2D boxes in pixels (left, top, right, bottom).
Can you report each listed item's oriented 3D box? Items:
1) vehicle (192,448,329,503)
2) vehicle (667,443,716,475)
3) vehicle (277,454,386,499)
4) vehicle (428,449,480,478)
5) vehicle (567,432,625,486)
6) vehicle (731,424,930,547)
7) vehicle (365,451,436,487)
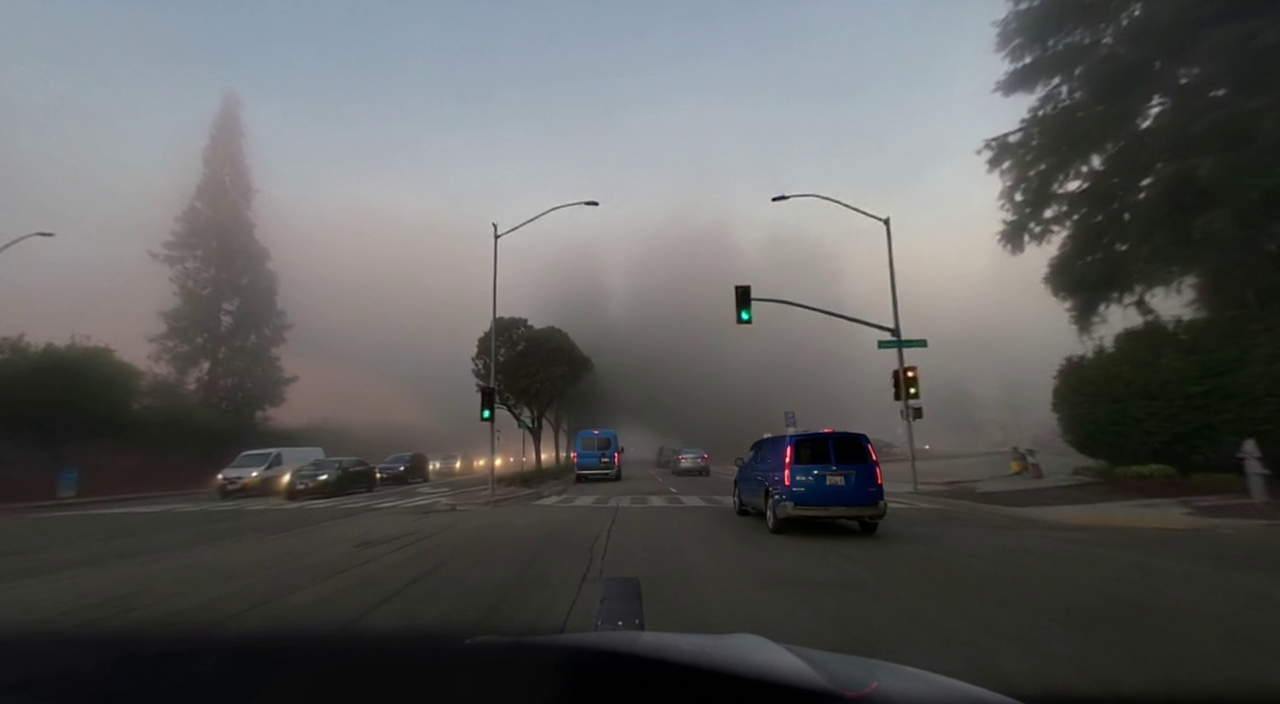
[{"bbox_3d":[-15.561,5.052,26.450,2.299,2.015,5.743,0,-9,-2],"label":"vehicle"},{"bbox_3d":[2.799,5.957,35.468,2.248,1.692,4.252,0,-8,-2],"label":"vehicle"},{"bbox_3d":[-11.763,4.756,24.481,2.128,1.496,4.432,0,-9,-2],"label":"vehicle"},{"bbox_3d":[-11.591,6.969,39.640,1.988,1.689,4.047,0,-9,0],"label":"vehicle"},{"bbox_3d":[-1.746,4.476,26.699,2.228,2.054,4.309,0,-9,-1],"label":"vehicle"},{"bbox_3d":[2.932,2.156,10.836,1.965,1.671,4.146,0,-9,-2],"label":"vehicle"},{"bbox_3d":[-11.781,5.746,31.408,1.956,1.625,4.123,0,-9,0],"label":"vehicle"}]
